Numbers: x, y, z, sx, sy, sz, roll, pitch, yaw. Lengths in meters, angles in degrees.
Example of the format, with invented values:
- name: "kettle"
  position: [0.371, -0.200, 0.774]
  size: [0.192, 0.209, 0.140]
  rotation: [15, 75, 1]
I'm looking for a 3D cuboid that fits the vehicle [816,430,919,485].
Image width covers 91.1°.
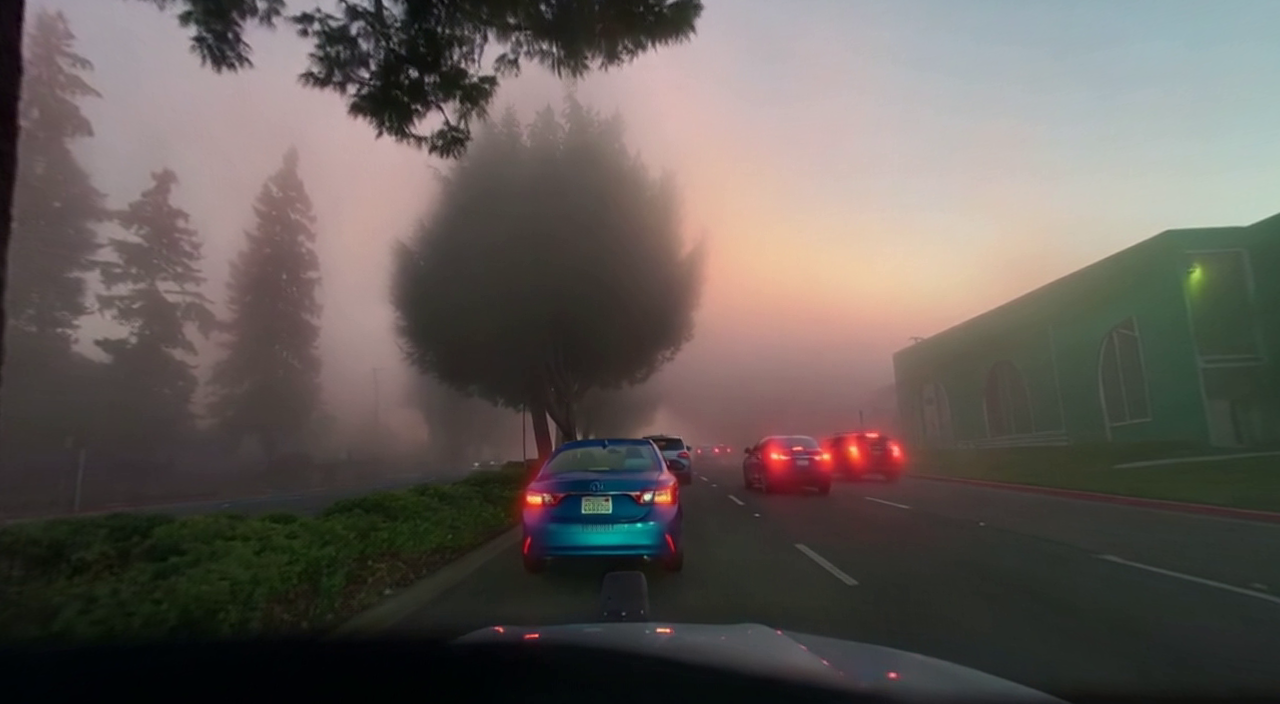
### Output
- name: "vehicle"
  position: [7.872, 3.697, 22.242]
  size: [2.064, 1.747, 4.372]
  rotation: [0, -8, 1]

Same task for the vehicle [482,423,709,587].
- name: "vehicle"
  position: [-0.409, 1.726, 7.923]
  size: [2.111, 1.506, 4.018]
  rotation: [0, -8, 0]

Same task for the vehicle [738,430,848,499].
- name: "vehicle"
  position: [4.009, 3.032, 17.287]
  size: [1.971, 1.637, 4.317]
  rotation: [0, -8, 0]
